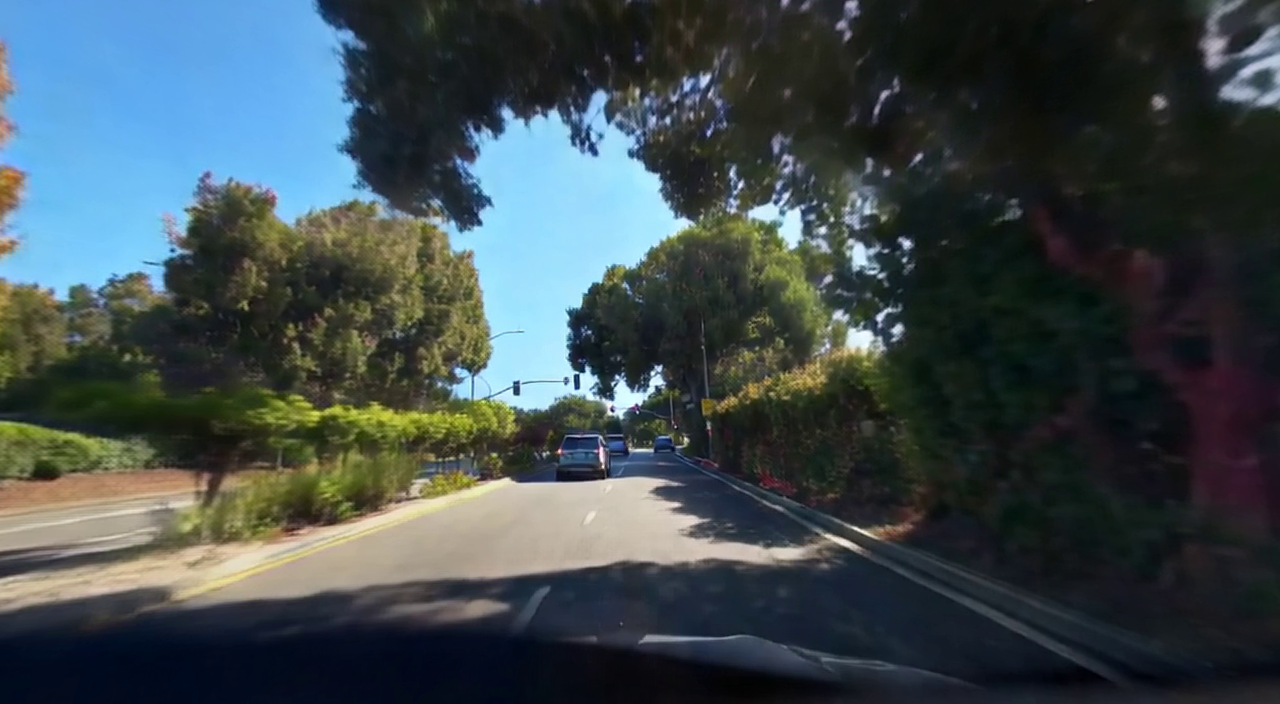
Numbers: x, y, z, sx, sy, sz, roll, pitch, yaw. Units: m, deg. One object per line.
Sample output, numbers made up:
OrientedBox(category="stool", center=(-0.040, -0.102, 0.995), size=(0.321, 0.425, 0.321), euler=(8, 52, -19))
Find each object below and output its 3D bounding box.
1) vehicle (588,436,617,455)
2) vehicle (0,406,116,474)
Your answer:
OrientedBox(category="vehicle", center=(-2.923, 7.395, 49.901), size=(1.979, 1.492, 3.930), euler=(0, -9, 1))
OrientedBox(category="vehicle", center=(-33.490, 4.842, 35.074), size=(9.036, 3.379, 2.893), euler=(-3, -8, 25))
